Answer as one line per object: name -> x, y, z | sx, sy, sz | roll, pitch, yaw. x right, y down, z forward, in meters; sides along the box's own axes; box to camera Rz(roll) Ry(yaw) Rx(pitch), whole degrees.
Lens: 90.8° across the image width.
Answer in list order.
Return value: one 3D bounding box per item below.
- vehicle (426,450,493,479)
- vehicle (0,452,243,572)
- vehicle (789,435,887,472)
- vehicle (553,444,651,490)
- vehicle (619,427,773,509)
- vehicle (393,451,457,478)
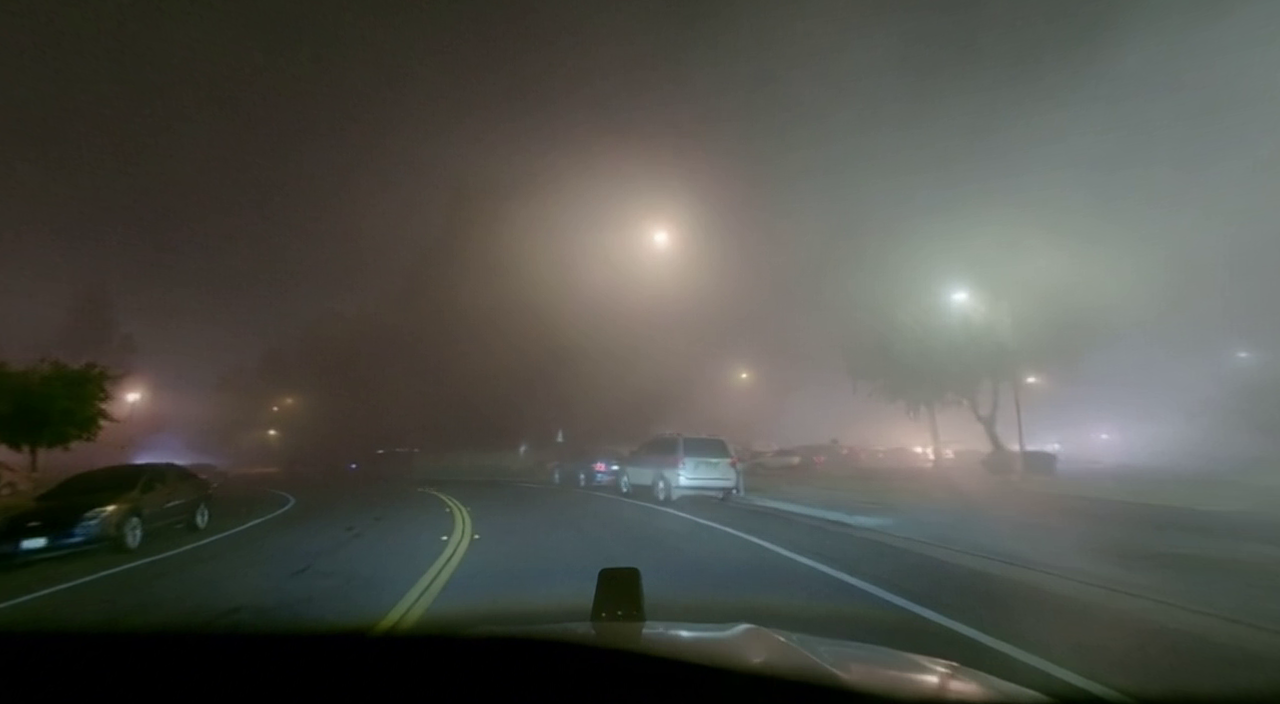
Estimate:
vehicle -> -10.411, 6.376, 36.188 | 1.884, 1.508, 4.713 | 7, -11, -39
vehicle -> -9.253, 2.732, 11.643 | 2.142, 1.483, 4.629 | -3, -7, -18
vehicle -> 9.050, 4.570, 28.682 | 4.577, 1.531, 2.098 | 7, -11, -40
vehicle -> -1.543, 4.217, 23.572 | 2.066, 1.509, 4.579 | 4, -9, -26
vehicle -> 1.213, 2.928, 16.539 | 2.289, 1.785, 4.944 | 2, -9, -17
vehicle -> -13.740, 7.100, 40.205 | 2.016, 1.509, 4.789 | 8, -11, -42
